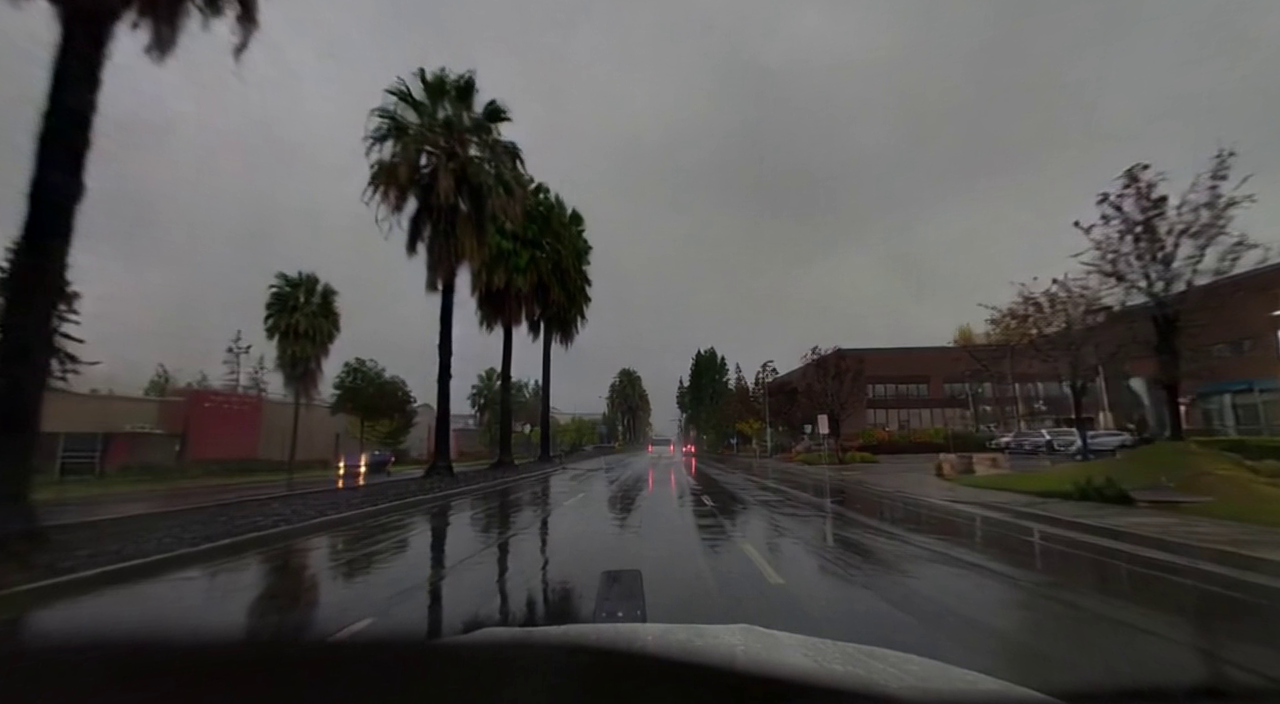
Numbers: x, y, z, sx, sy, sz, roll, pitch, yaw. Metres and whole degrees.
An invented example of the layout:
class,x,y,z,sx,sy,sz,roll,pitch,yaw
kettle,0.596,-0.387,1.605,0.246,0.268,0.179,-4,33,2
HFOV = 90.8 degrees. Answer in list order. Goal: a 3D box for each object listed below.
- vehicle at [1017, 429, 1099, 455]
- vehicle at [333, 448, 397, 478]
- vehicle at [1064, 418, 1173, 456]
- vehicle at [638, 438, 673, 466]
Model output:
class,x,y,z,sx,sy,sz,roll,pitch,yaw
vehicle,25.279,5.508,38.408,1.830,1.467,4.871,-1,-8,2
vehicle,-17.258,6.949,39.918,1.939,1.710,4.543,0,-8,1
vehicle,24.795,4.471,32.992,2.194,1.840,4.659,-1,-8,3
vehicle,1.043,6.636,41.990,2.147,1.745,4.648,0,-8,2
